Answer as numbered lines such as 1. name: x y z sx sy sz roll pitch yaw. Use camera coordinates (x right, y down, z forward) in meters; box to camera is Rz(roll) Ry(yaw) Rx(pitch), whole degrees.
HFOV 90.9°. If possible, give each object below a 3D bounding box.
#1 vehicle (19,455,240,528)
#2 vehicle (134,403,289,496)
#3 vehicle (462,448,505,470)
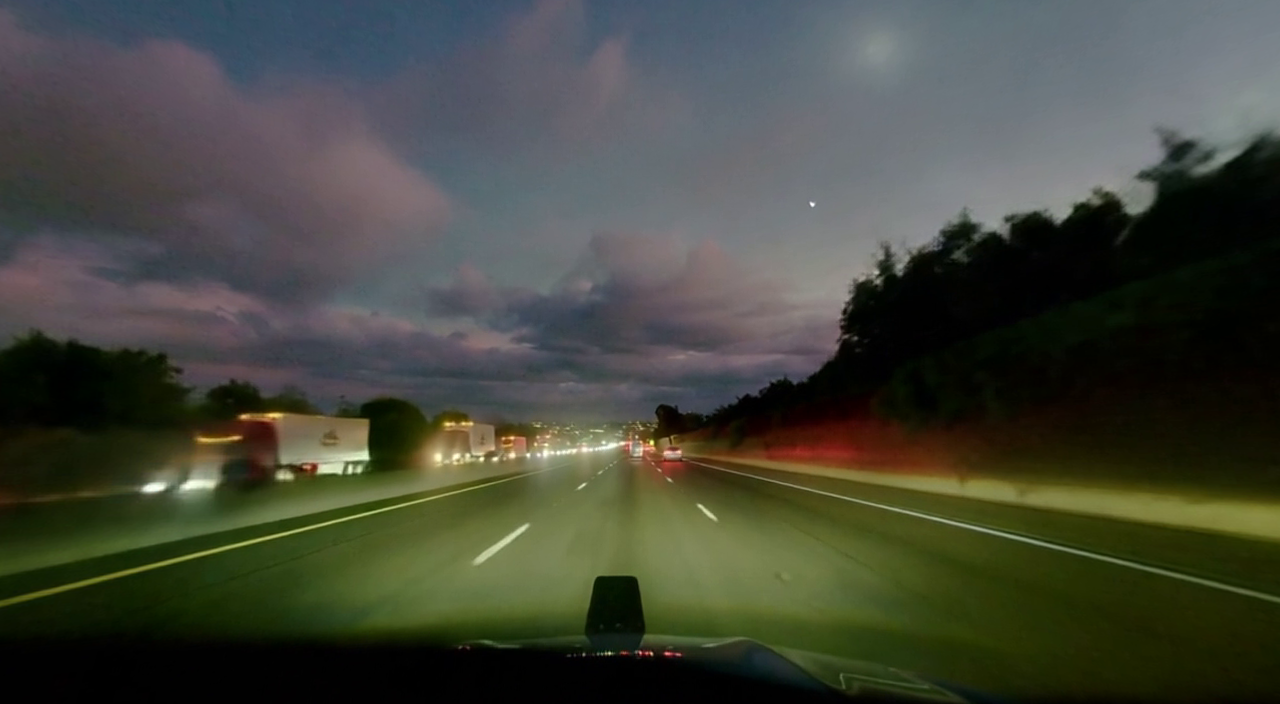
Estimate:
1. vehicle: -11.878 3.224 15.125 1.862 1.445 4.101 0 -9 -1
2. vehicle: -20.241 4.681 30.353 2.966 3.997 6.255 0 -9 -2
3. vehicle: -11.498 7.887 46.563 1.964 1.522 4.419 0 -9 1
